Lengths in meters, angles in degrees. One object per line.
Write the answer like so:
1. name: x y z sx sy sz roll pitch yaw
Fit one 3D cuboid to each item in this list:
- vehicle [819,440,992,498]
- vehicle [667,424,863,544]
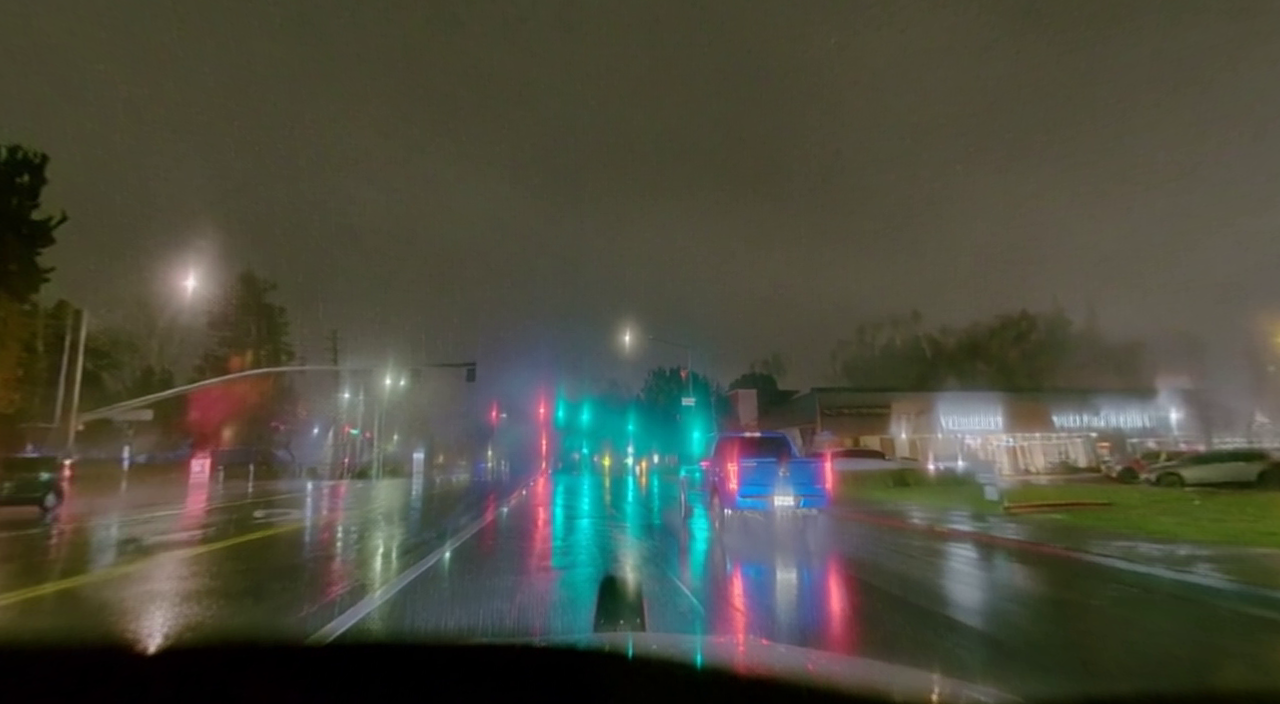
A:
1. vehicle: 13.205 5.901 31.754 7.551 2.142 2.896 6 -11 -7
2. vehicle: 2.188 2.611 13.252 2.402 1.922 5.677 1 -9 -6
